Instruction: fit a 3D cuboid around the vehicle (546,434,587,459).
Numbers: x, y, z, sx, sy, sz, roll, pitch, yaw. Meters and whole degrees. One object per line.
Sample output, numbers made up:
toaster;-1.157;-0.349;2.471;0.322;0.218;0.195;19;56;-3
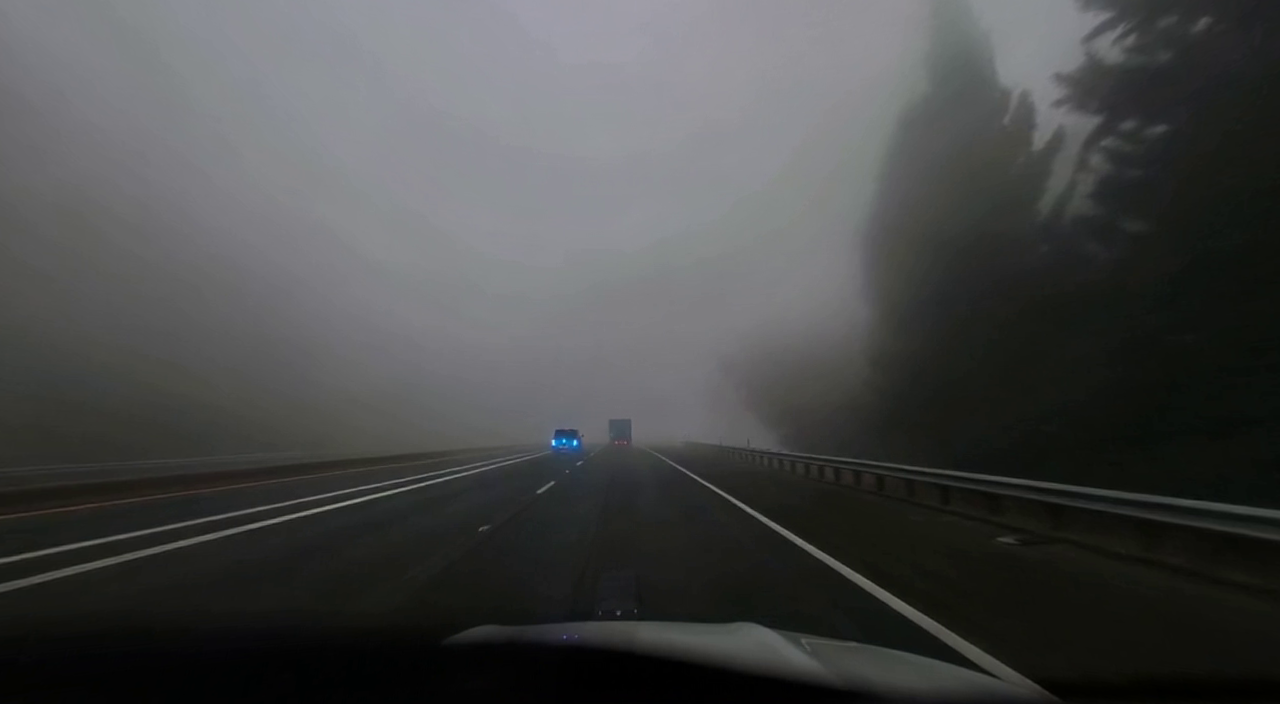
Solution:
vehicle;-4.716;6.123;41.207;2.302;1.523;4.383;0;-8;-2
